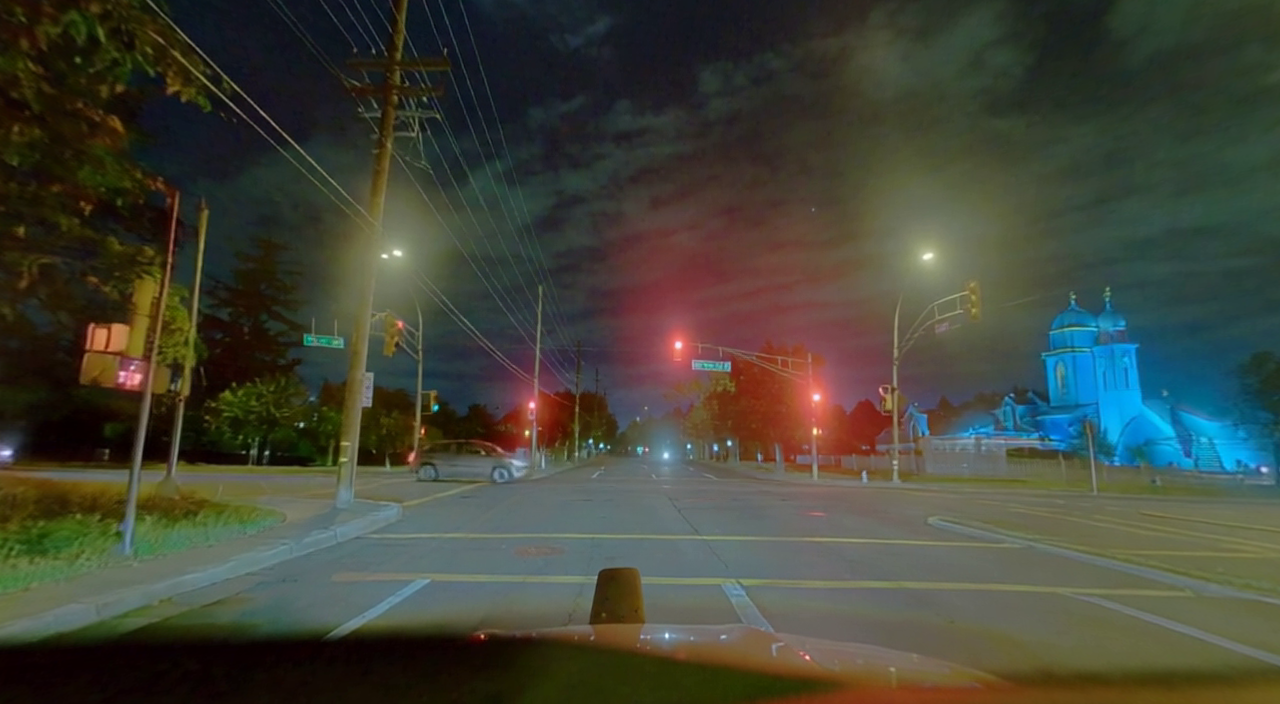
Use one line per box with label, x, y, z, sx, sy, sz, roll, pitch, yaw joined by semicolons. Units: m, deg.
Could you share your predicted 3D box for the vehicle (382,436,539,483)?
vehicle;-6.034;3.671;21.685;4.718;1.497;2.032;-1;-9;4
